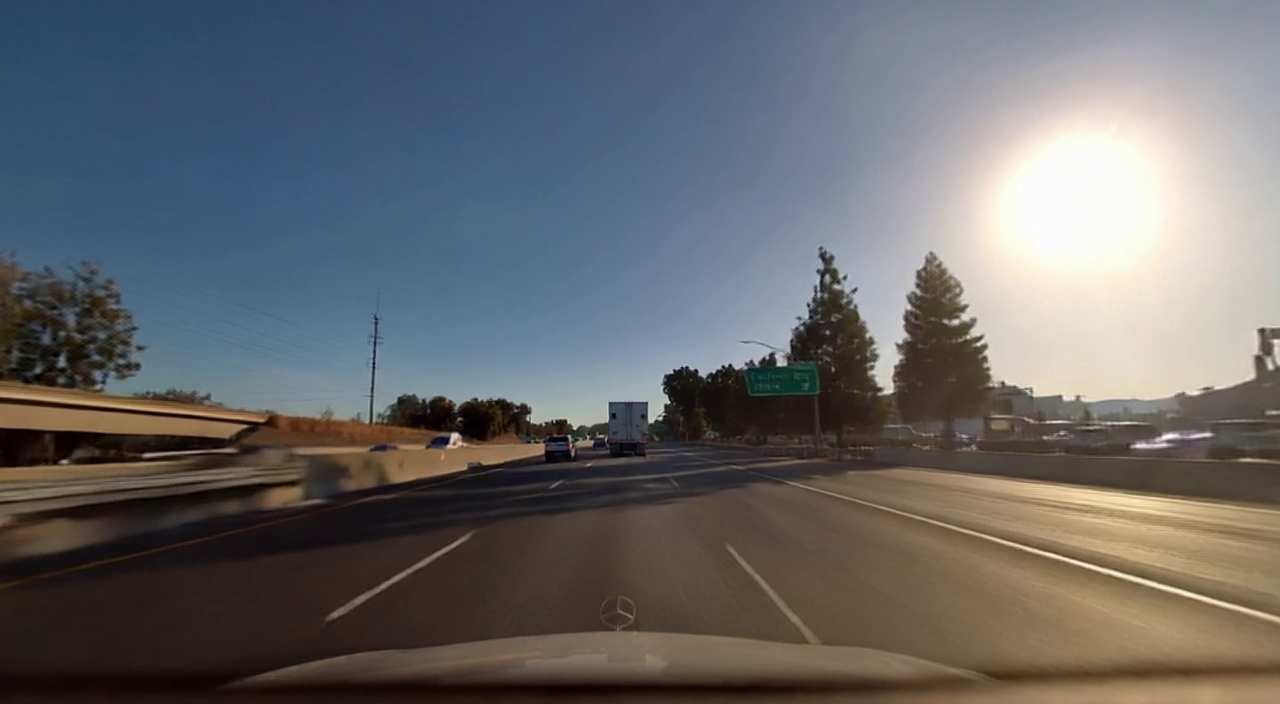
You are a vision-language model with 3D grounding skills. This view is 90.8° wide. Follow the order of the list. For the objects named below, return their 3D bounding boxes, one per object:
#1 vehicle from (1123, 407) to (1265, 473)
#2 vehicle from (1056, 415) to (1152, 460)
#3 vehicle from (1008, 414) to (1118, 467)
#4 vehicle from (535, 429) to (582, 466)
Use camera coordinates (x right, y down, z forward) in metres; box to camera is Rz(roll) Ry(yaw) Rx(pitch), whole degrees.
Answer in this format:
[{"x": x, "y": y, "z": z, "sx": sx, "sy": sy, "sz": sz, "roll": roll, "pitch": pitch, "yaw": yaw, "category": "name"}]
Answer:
[{"x": 32.477, "y": 5.121, "z": 36.960, "sx": 8.507, "sy": 3.424, "sz": 3.443, "roll": 4, "pitch": -9, "yaw": -30, "category": "vehicle"}, {"x": 31.266, "y": 5.736, "z": 42.559, "sx": 5.465, "sy": 2.735, "sz": 3.004, "roll": 3, "pitch": -9, "yaw": -30, "category": "vehicle"}, {"x": 32.479, "y": 6.768, "z": 48.486, "sx": 8.295, "sy": 3.754, "sz": 2.807, "roll": 3, "pitch": -9, "yaw": -24, "category": "vehicle"}, {"x": -4.567, "y": 5.457, "z": 36.217, "sx": 2.095, "sy": 1.930, "sz": 4.680, "roll": 0, "pitch": -8, "yaw": 0, "category": "vehicle"}]
